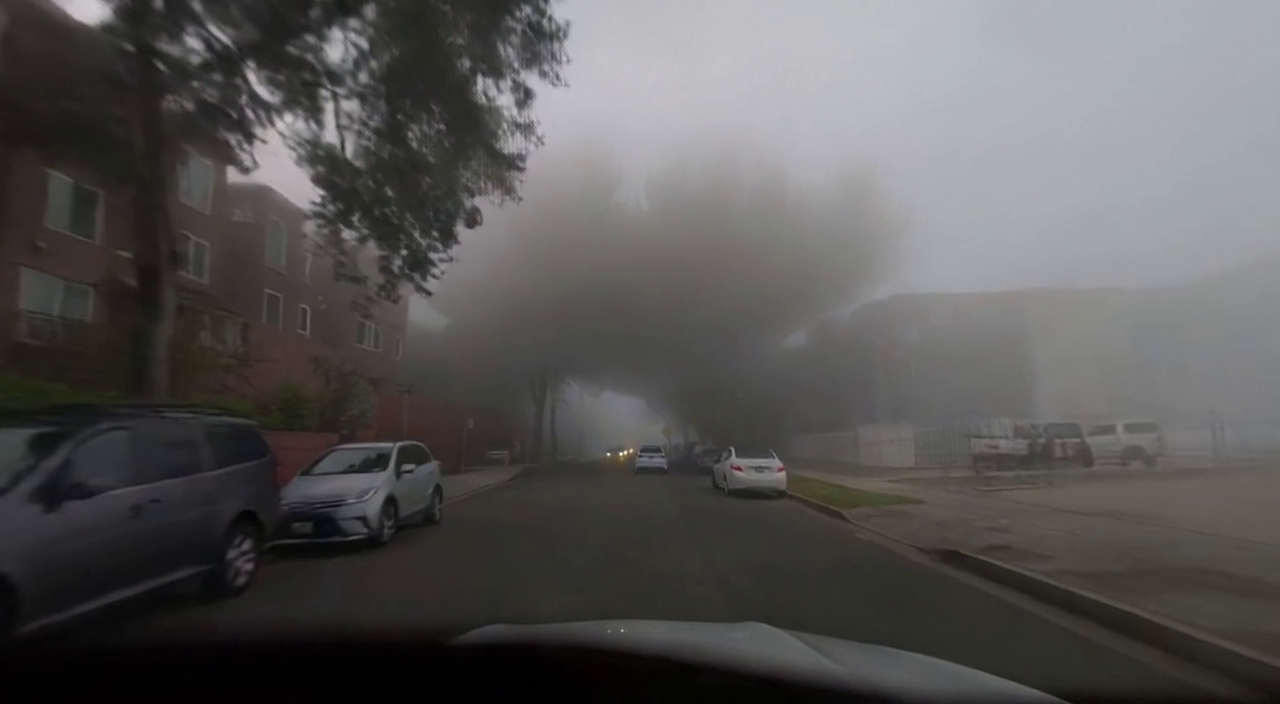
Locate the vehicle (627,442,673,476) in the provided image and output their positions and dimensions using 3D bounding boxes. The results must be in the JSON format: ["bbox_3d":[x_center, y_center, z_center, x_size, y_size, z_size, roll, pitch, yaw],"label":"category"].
[{"bbox_3d":[0.452,5.153,30.420,2.095,1.510,3.605,0,-9,0],"label":"vehicle"}]

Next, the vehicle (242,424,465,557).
[{"bbox_3d":[-4.347,2.069,10.289,1.911,1.573,3.637,2,-4,0],"label":"vehicle"}]

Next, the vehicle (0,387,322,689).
[{"bbox_3d":[-4.621,1.133,4.787,2.022,1.721,4.355,1,-4,2],"label":"vehicle"}]

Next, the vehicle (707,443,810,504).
[{"bbox_3d":[3.159,3.354,17.795,2.086,1.498,4.280,0,-9,0],"label":"vehicle"}]

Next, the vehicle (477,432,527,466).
[{"bbox_3d":[-8.129,5.705,37.384,2.010,1.747,4.266,0,-6,0],"label":"vehicle"}]
